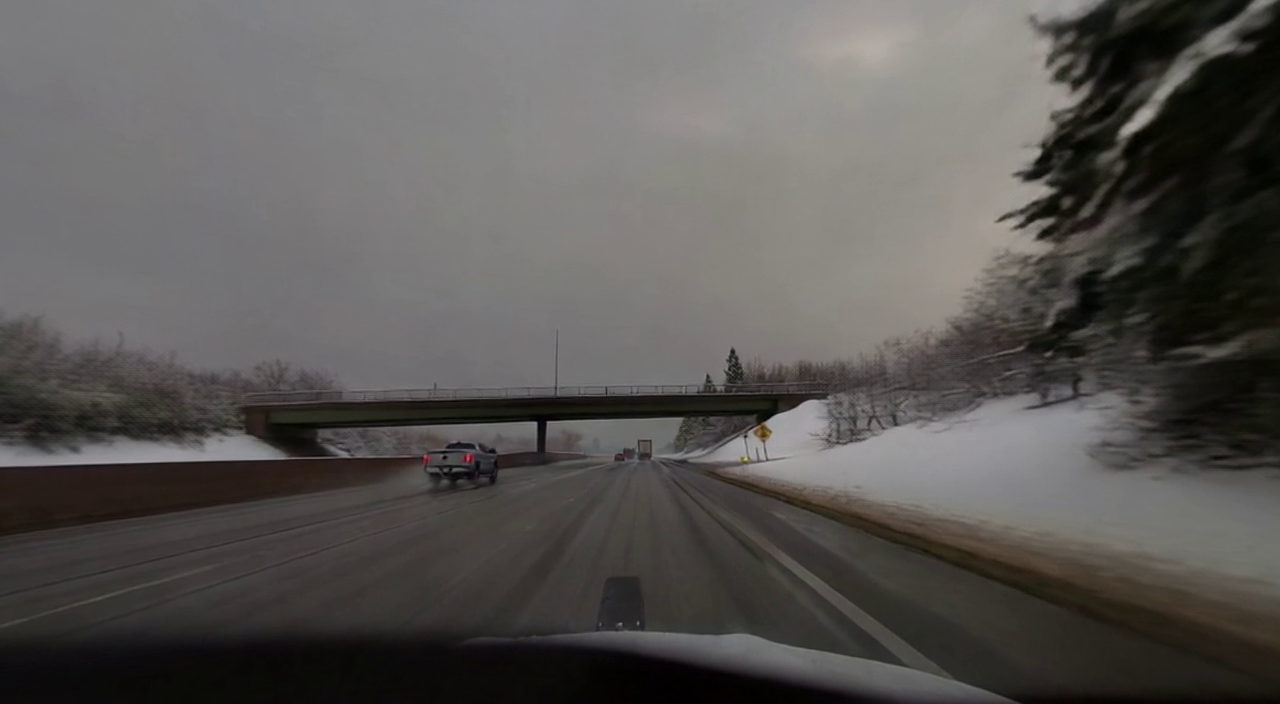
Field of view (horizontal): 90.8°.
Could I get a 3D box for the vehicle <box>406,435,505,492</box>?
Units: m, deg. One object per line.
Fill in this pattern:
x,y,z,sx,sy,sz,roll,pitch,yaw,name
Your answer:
-6.956,4.268,24.491,2.232,1.947,5.180,0,-9,0,vehicle
